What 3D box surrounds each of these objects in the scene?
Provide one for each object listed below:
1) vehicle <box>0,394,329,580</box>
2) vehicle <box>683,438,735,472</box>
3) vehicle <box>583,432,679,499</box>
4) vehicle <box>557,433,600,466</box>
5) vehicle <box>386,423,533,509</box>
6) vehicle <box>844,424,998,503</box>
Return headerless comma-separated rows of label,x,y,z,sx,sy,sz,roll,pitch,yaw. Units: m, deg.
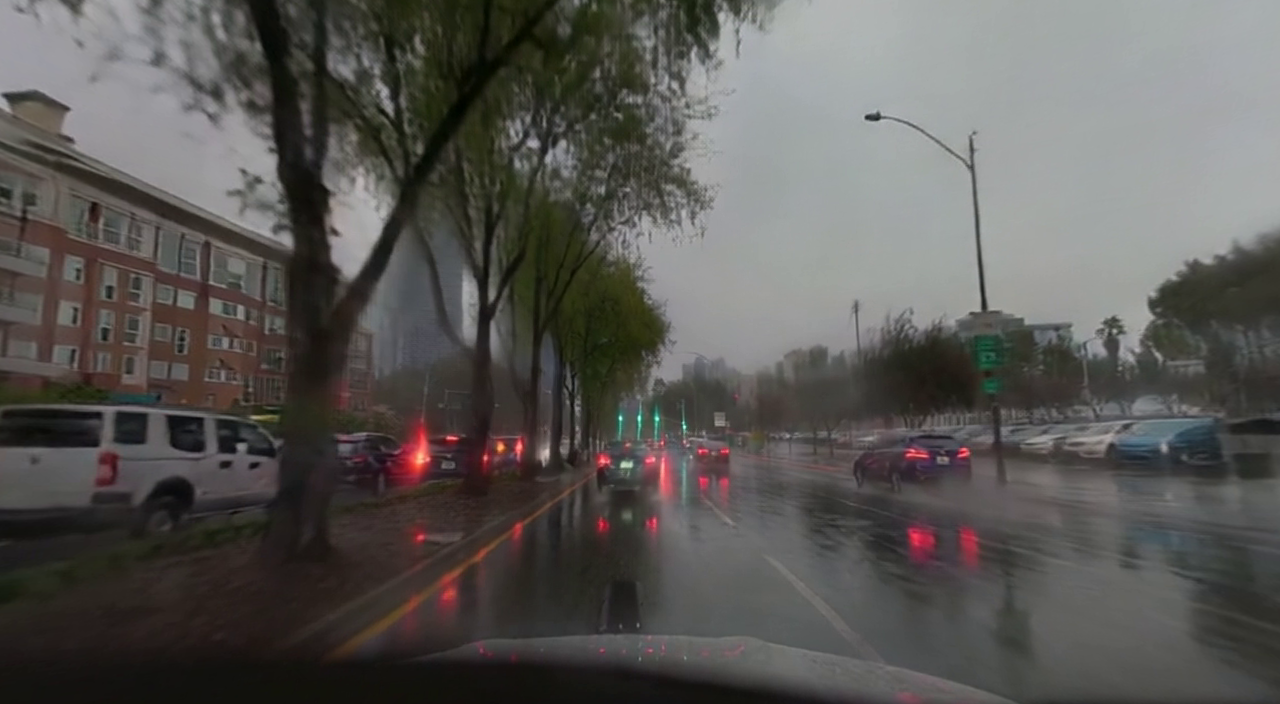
vehicle,-6.738,1.691,8.834,1.864,1.737,5.689,0,-9,0
vehicle,3.222,4.896,30.281,1.905,1.473,4.183,0,-9,-2
vehicle,-0.224,2.879,16.392,2.161,1.501,4.184,0,-9,-1
vehicle,-3.594,5.786,37.717,2.154,1.801,5.015,0,-9,-1
vehicle,-3.824,2.517,14.315,2.009,1.619,4.376,0,-9,1
vehicle,6.724,2.716,15.723,1.889,1.681,4.120,0,-9,0
